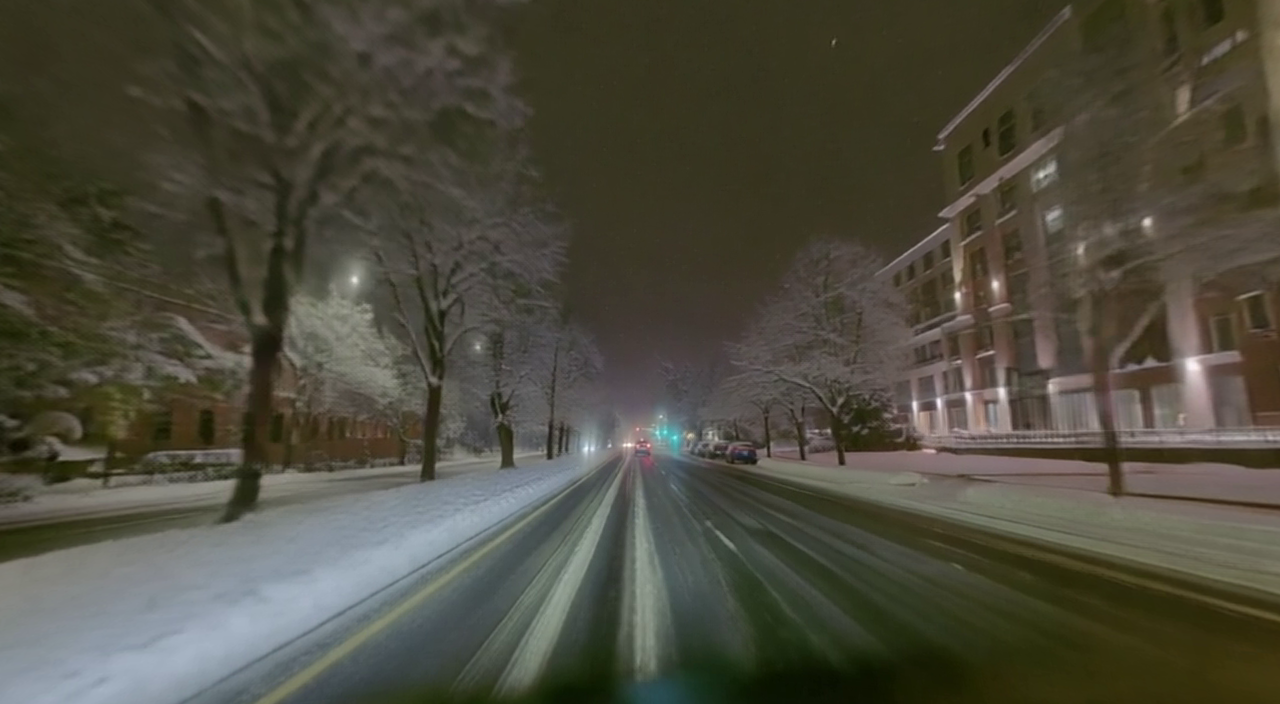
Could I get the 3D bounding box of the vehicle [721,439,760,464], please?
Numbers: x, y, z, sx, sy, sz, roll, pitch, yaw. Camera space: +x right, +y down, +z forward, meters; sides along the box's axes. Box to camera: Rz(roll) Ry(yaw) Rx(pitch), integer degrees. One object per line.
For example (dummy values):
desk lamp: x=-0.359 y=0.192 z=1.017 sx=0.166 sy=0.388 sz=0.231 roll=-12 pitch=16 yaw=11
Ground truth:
vehicle: x=7.732 y=7.721 z=49.064 sx=2.167 sy=1.848 sz=4.713 roll=0 pitch=-8 yaw=-2
